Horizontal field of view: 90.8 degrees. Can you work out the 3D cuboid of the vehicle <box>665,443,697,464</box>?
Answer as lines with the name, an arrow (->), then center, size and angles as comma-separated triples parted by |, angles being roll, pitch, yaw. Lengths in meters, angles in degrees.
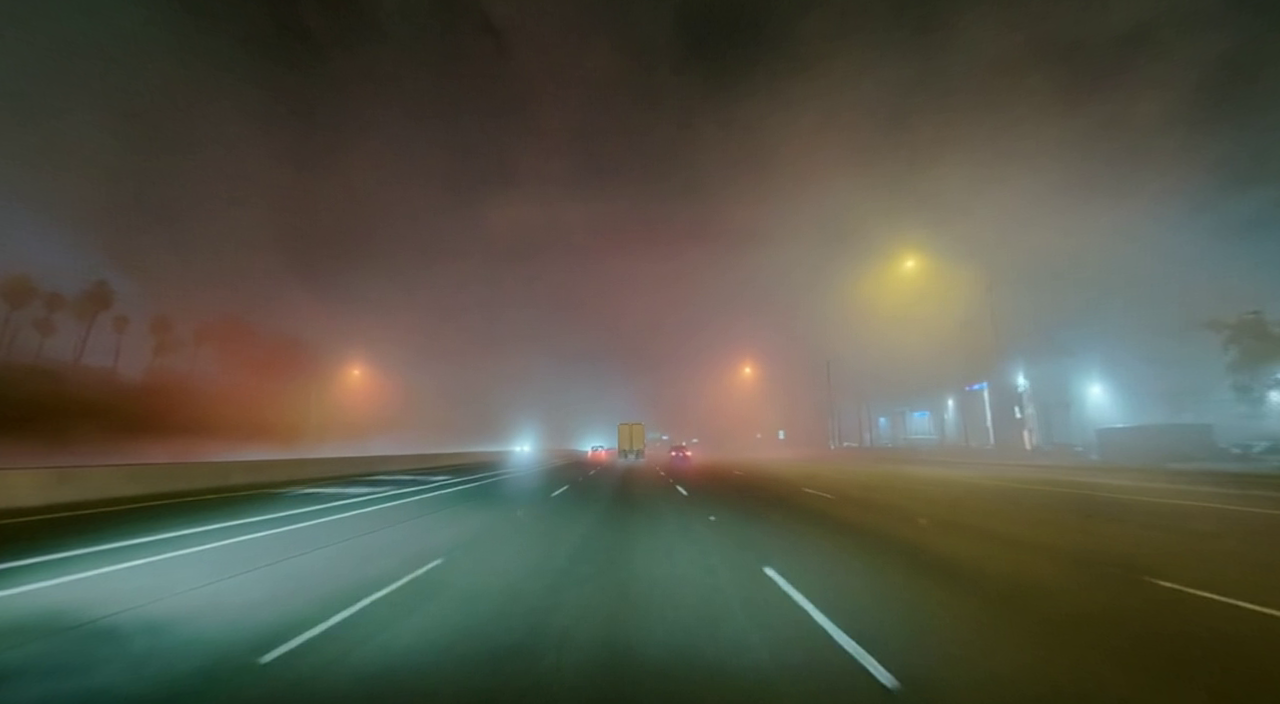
vehicle -> 3.049, 7.679, 47.969 | 2.049, 1.485, 4.106 | 0, -8, -1

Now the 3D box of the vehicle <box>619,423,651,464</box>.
vehicle -> -0.452, 7.111, 48.986 | 2.364, 2.953, 6.495 | 0, -8, -2
